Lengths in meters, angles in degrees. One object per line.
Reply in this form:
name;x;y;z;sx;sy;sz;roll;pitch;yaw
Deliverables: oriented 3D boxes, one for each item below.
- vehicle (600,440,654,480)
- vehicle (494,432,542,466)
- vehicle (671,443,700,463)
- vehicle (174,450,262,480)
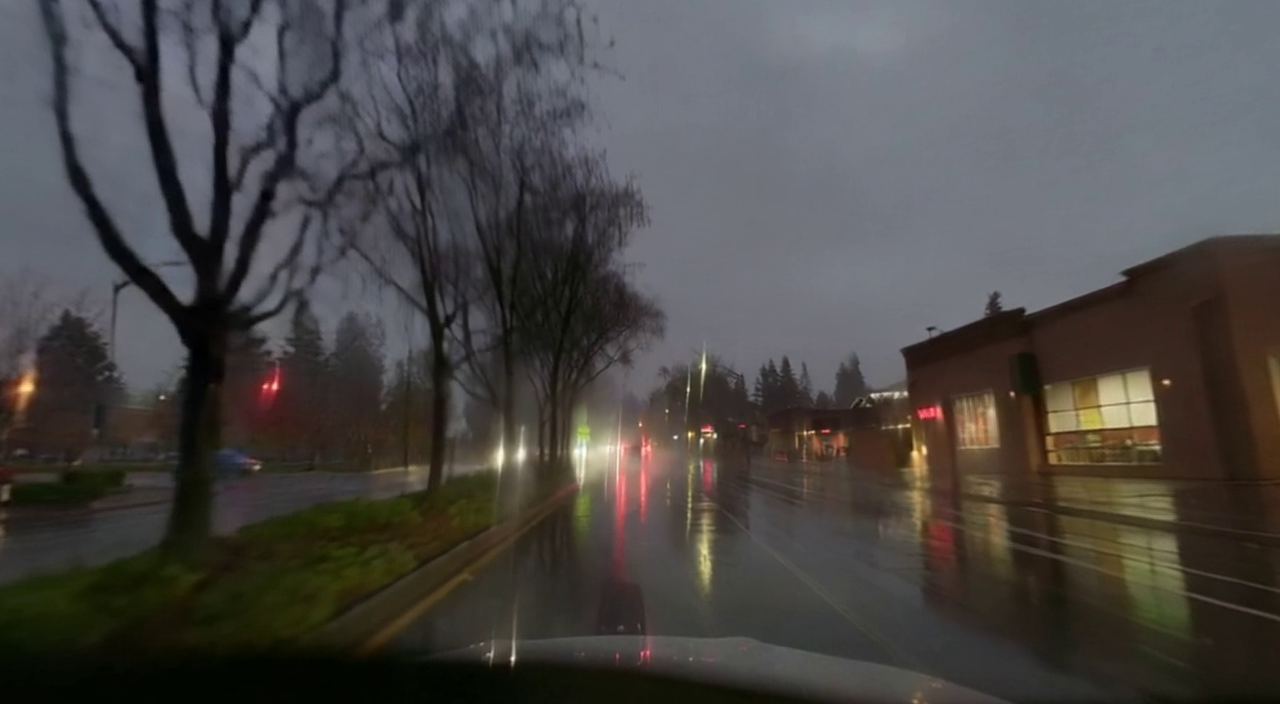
vehicle;-0.495;4.330;25.548;2.006;1.487;3.535;0;-9;0
vehicle;-8.558;6.901;44.897;2.274;2.201;5.710;0;-9;0
vehicle;3.490;7.804;49.099;1.910;1.474;4.003;0;-9;-1
vehicle;-23.536;6.311;35.295;3.650;1.487;1.757;-1;-8;-1
